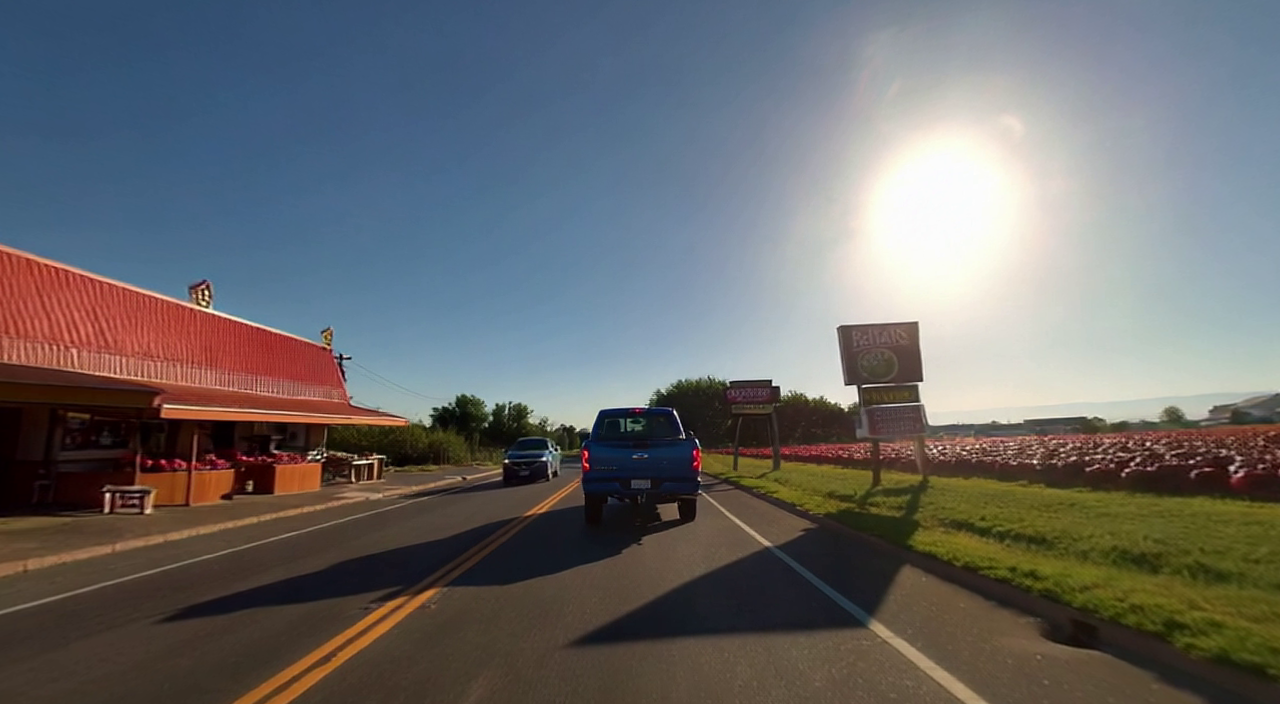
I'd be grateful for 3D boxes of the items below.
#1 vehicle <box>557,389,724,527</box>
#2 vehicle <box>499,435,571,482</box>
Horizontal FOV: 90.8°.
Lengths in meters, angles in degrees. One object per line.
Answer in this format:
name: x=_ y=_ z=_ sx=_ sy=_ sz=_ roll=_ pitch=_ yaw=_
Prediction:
vehicle: x=-0.077 y=2.149 z=13.248 sx=2.693 sy=2.223 sz=5.885 roll=0 pitch=-9 yaw=-2
vehicle: x=-4.244 y=4.401 z=26.337 sx=2.190 sy=1.746 sz=4.616 roll=0 pitch=-8 yaw=0
